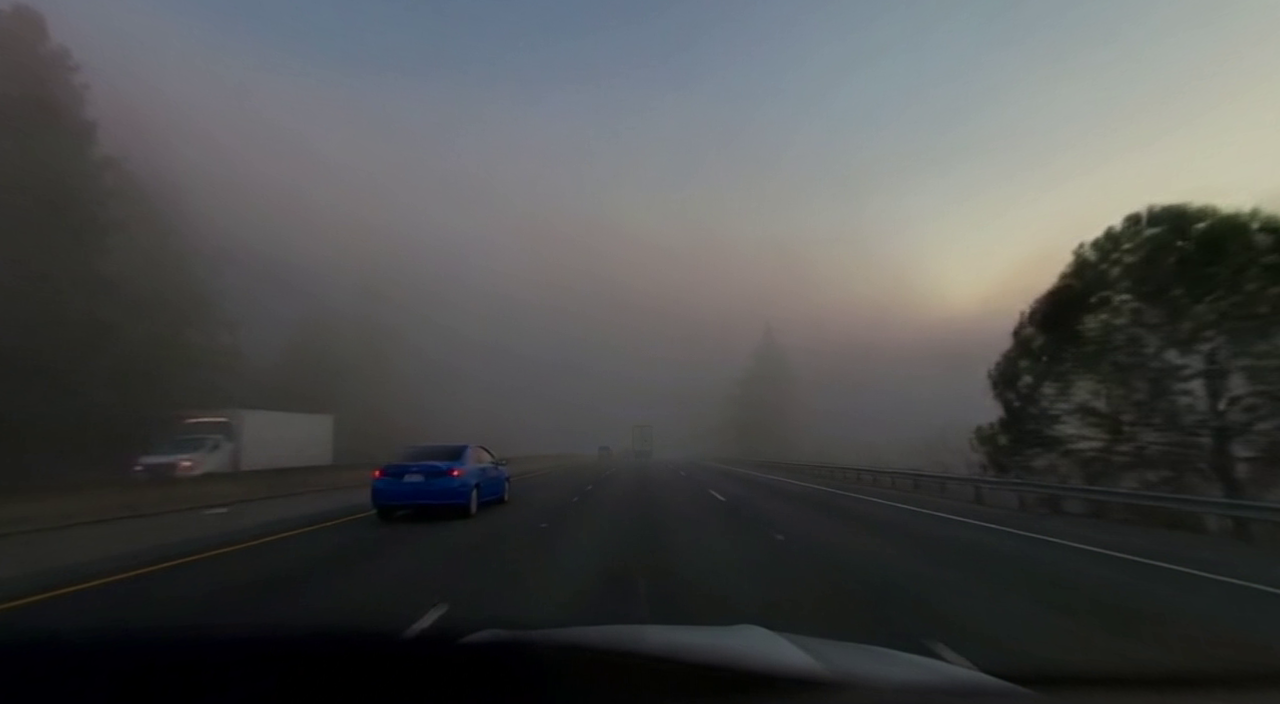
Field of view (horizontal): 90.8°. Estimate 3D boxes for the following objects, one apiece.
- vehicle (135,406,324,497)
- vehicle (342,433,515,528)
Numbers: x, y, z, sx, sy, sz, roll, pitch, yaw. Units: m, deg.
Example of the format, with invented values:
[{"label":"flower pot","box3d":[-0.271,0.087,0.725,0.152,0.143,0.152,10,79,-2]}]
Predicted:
[{"label":"vehicle","box3d":[-16.727,4.172,26.599,2.848,3.224,7.360,-1,-9,1]},{"label":"vehicle","box3d":[-3.904,2.428,12.439,2.018,1.548,3.849,-1,-9,1]}]
